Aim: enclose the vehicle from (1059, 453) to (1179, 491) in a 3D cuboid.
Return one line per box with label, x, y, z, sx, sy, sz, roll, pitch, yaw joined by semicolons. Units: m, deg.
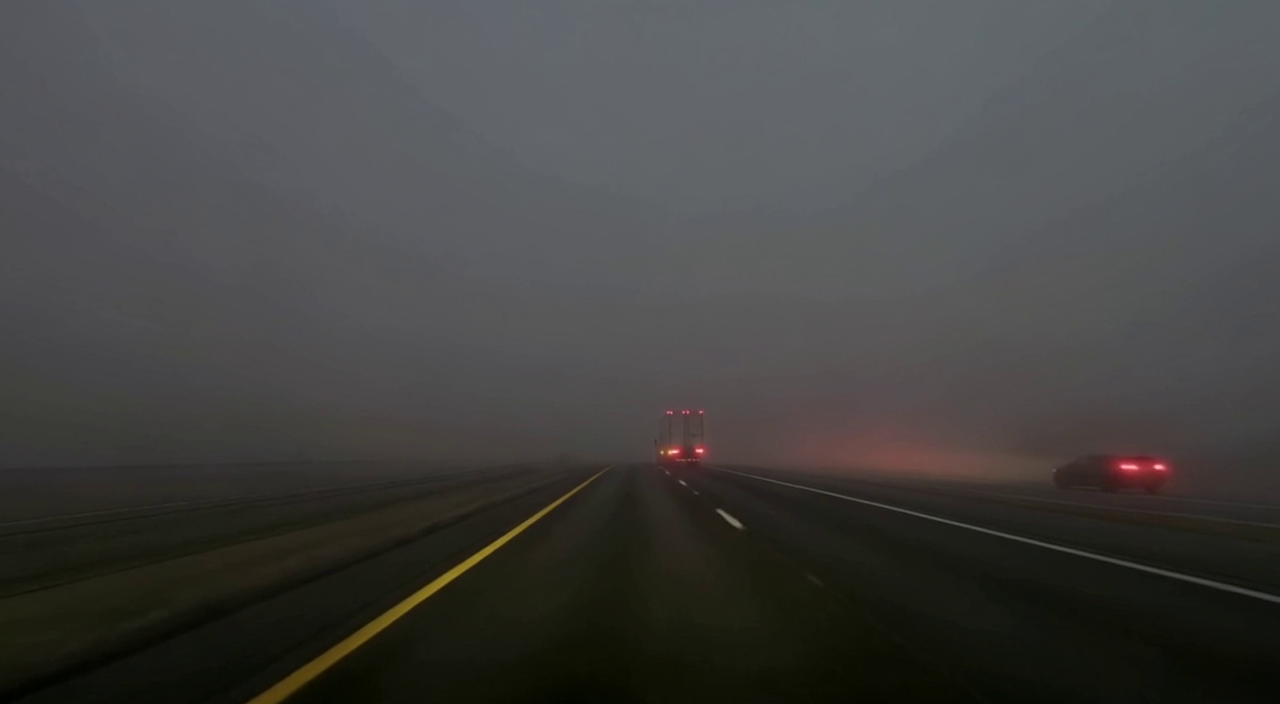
vehicle;20.608;5.151;27.342;1.836;1.499;3.936;1;-9;-6
